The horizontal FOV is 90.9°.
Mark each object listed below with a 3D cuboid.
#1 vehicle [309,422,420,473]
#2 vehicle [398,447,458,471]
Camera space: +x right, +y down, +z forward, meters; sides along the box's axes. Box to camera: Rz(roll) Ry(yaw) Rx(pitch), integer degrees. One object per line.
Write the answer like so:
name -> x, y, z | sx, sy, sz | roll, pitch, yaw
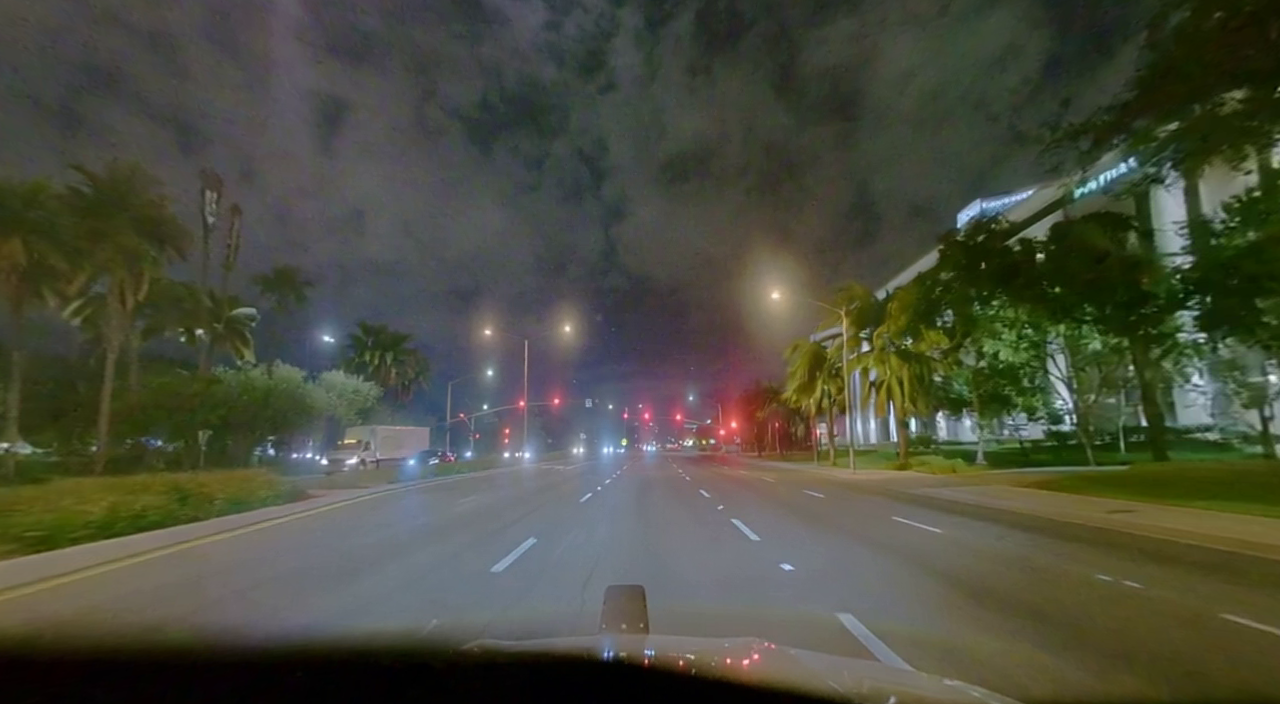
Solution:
vehicle -> -20.839, 7.373, 48.923 | 3.013, 3.417, 12.442 | 0, -8, 0
vehicle -> -14.018, 7.089, 41.981 | 2.130, 1.509, 4.644 | -1, -8, 3
